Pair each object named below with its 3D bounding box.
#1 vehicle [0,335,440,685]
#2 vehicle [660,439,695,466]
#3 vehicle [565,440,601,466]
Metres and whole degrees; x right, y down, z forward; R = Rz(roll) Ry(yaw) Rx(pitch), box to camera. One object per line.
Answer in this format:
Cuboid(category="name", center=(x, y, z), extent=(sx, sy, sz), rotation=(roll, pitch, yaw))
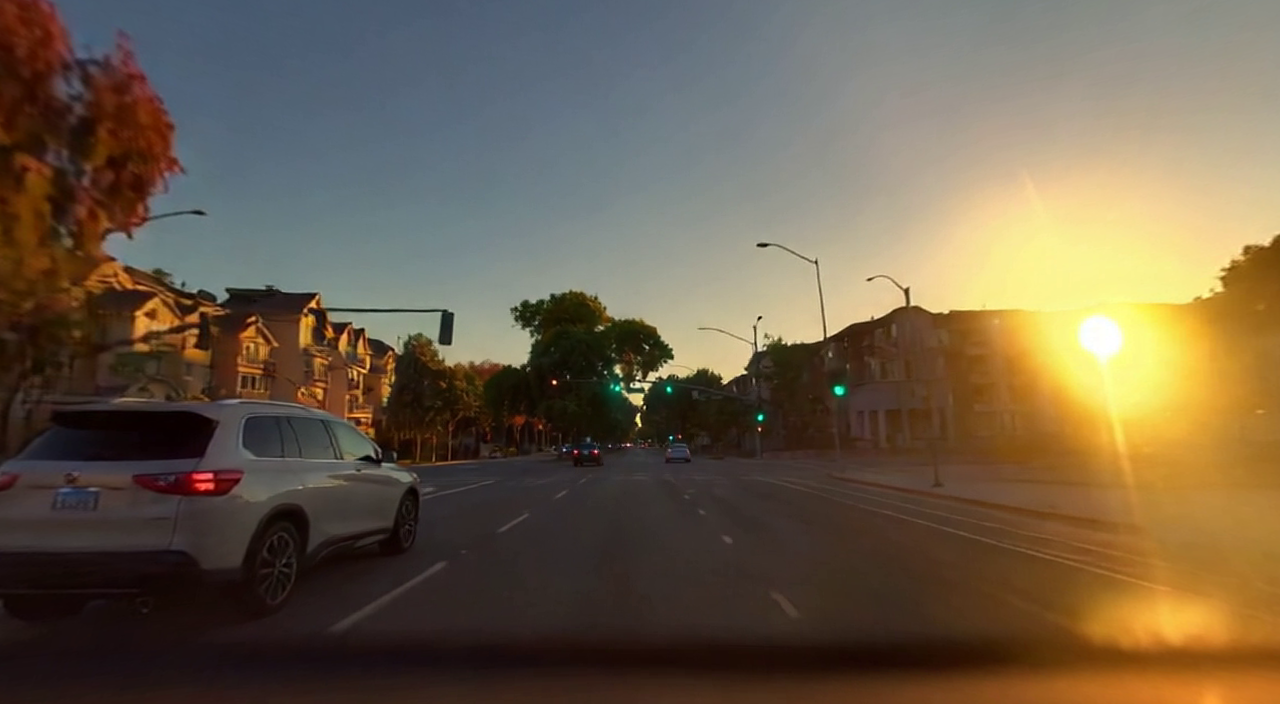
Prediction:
Cuboid(category="vehicle", center=(-3.937, 1.262, 6.238), extent=(2.225, 1.984, 5.168), rotation=(0, -8, 0))
Cuboid(category="vehicle", center=(2.485, 6.837, 43.165), extent=(2.018, 1.719, 4.369), rotation=(0, -8, -2))
Cuboid(category="vehicle", center=(-3.907, 7.020, 43.867), extent=(2.083, 1.685, 4.069), rotation=(0, -8, 0))
